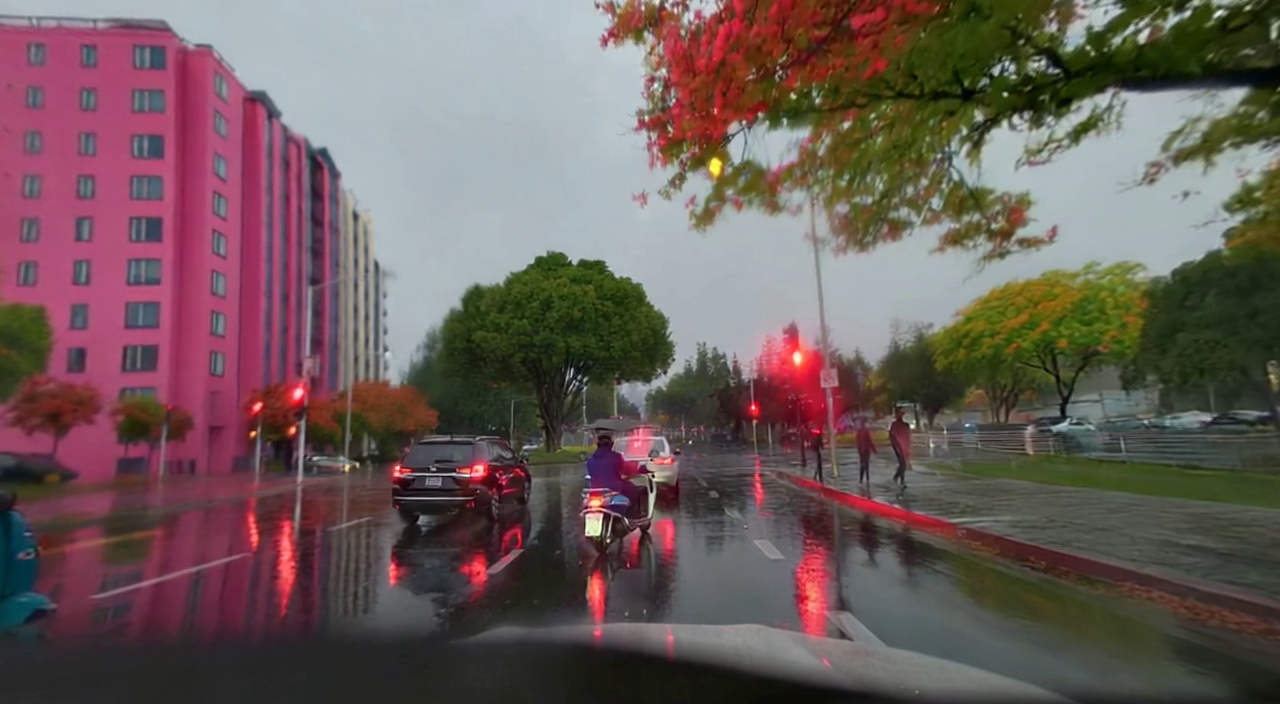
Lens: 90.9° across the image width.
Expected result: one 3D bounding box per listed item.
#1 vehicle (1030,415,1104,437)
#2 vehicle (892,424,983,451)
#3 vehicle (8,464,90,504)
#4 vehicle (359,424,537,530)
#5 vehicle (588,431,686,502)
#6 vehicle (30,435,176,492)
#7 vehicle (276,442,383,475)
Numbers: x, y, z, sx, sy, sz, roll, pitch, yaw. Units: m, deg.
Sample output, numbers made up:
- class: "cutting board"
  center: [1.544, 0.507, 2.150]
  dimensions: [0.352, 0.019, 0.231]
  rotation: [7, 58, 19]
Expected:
- class: "vehicle"
  center: [30.907, 5.421, 45.657]
  dimensions: [1.751, 1.420, 4.027]
  rotation: [7, -11, -42]
- class: "vehicle"
  center: [17.689, 5.124, 37.507]
  dimensions: [4.661, 1.456, 1.862]
  rotation: [-5, -10, 31]
- class: "vehicle"
  center: [-24.196, 5.364, 25.911]
  dimensions: [1.495, 1.345, 3.336]
  rotation: [3, -8, -27]
- class: "vehicle"
  center: [-3.295, 2.231, 11.773]
  dimensions: [1.935, 1.615, 4.073]
  rotation: [-1, -9, 2]
- class: "vehicle"
  center: [-0.034, 2.681, 15.124]
  dimensions: [2.025, 1.458, 4.085]
  rotation: [0, -9, 1]
- class: "vehicle"
  center: [-28.803, 5.954, 33.977]
  dimensions: [5.890, 2.393, 2.346]
  rotation: [-5, -7, 0]
- class: "vehicle"
  center: [-18.196, 6.248, 37.090]
  dimensions: [5.226, 1.840, 2.016]
  rotation: [-1, -9, 2]
